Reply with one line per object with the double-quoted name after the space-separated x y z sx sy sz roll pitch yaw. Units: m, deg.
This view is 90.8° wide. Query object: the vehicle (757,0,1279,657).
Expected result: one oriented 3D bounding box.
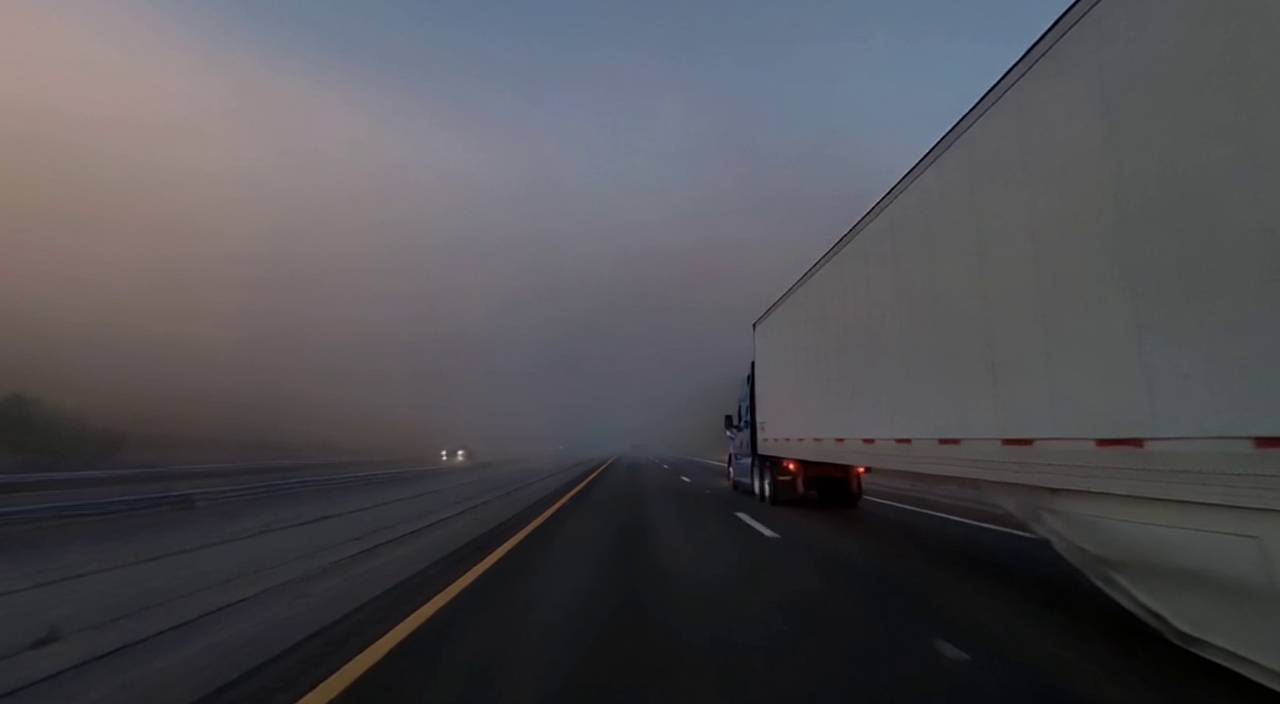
4.147 0.385 9.029 2.859 4.378 10.032 0 -9 0 "vehicle"
